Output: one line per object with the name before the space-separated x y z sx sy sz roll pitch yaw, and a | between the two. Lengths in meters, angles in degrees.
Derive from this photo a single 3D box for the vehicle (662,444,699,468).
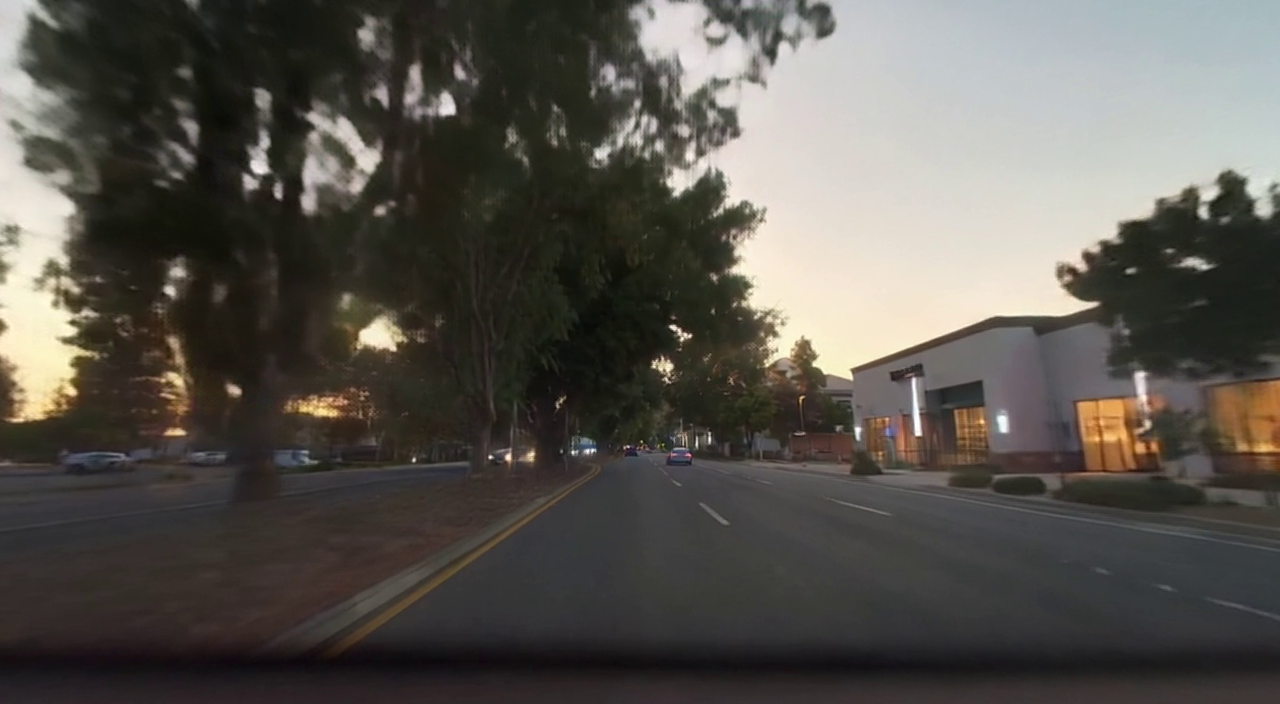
vehicle | 2.635 6.899 41.905 2.015 1.479 4.444 0 -9 -2
